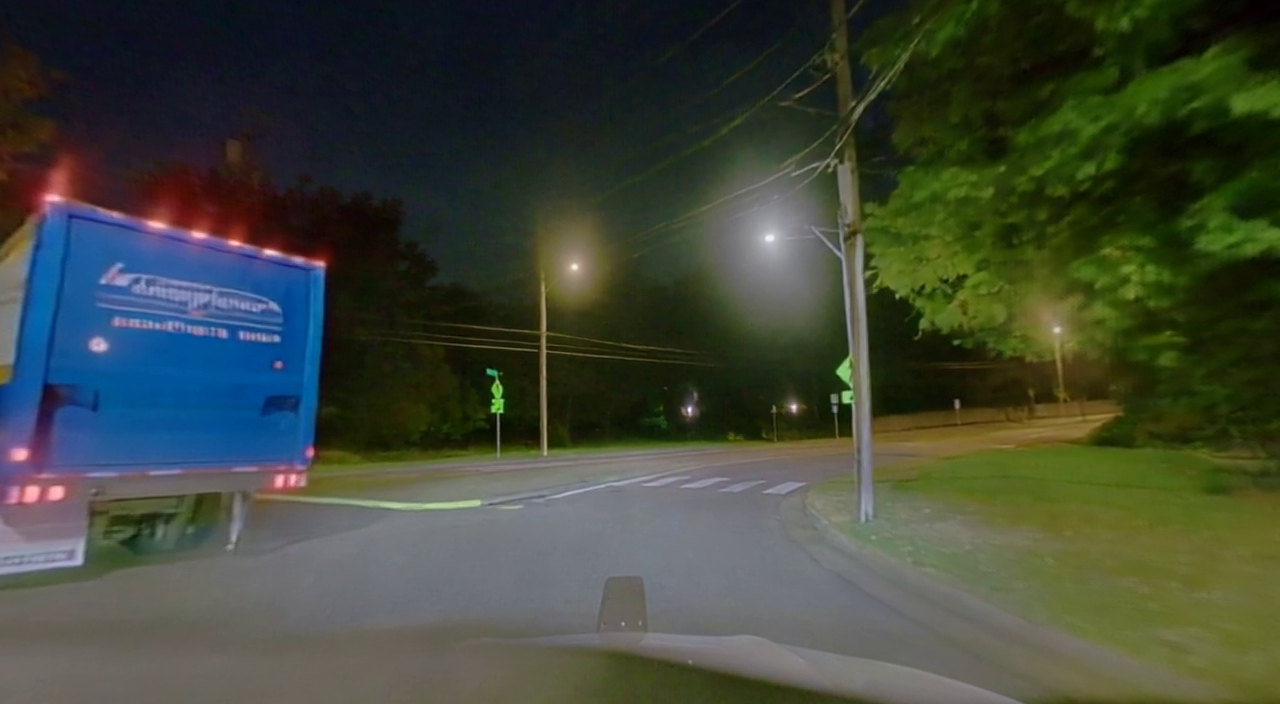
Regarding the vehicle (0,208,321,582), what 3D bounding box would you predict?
[{"bbox_3d":[-8.787,0.920,9.481,9.680,3.326,2.838,-6,-10,36],"label":"vehicle"}]
